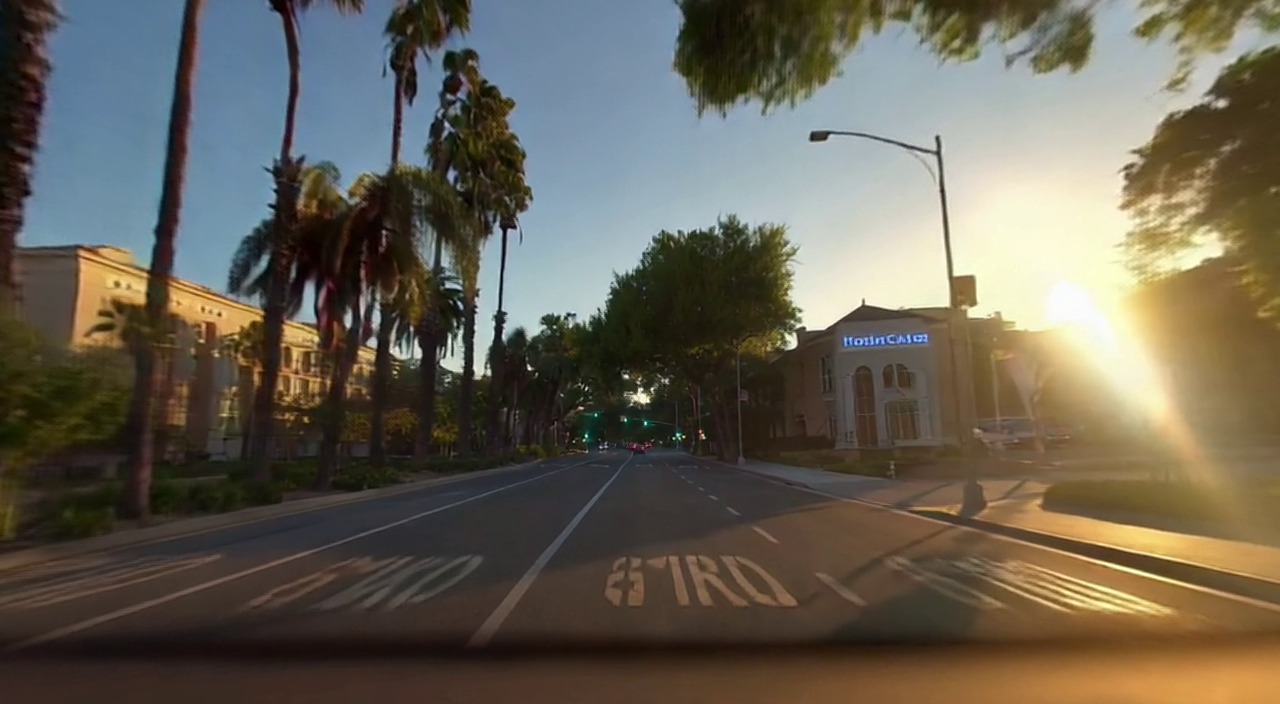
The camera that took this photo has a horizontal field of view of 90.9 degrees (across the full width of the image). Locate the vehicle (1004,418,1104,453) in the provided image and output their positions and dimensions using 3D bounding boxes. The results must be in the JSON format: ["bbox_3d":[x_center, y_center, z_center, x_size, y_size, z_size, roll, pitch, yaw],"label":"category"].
[{"bbox_3d":[22.877,4.677,35.104,2.222,1.818,5.099,0,-8,2],"label":"vehicle"}]
